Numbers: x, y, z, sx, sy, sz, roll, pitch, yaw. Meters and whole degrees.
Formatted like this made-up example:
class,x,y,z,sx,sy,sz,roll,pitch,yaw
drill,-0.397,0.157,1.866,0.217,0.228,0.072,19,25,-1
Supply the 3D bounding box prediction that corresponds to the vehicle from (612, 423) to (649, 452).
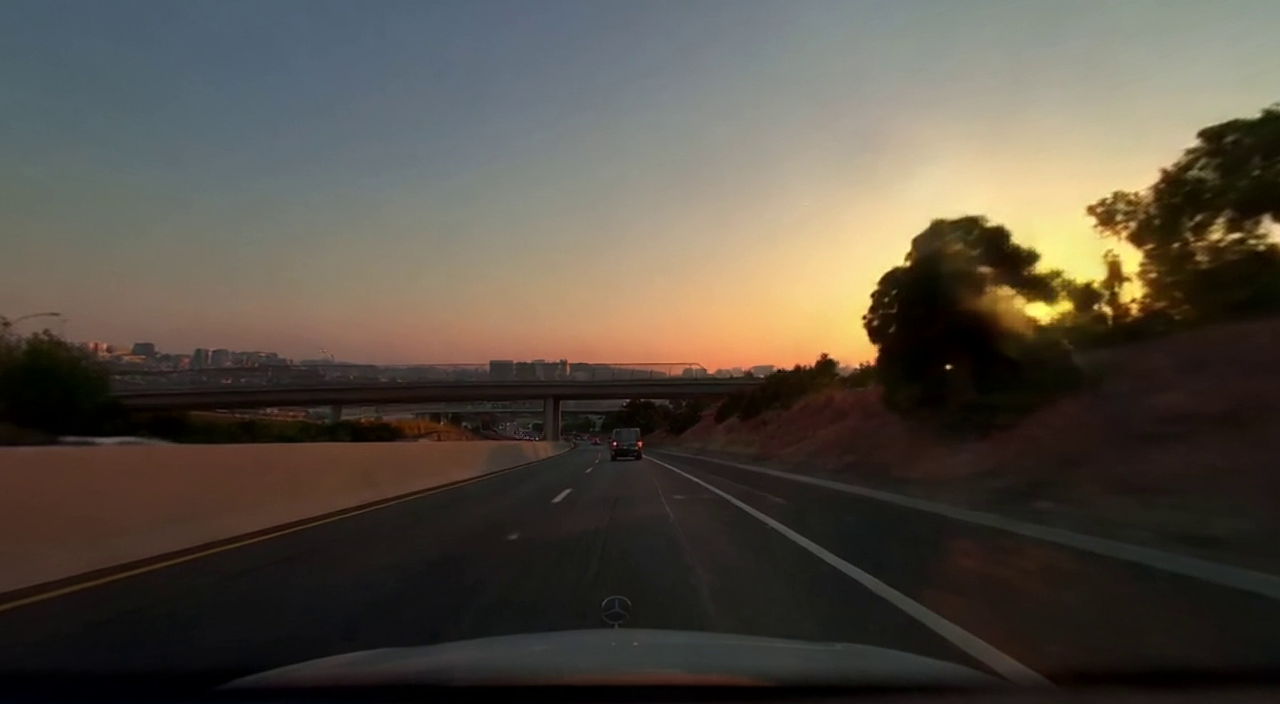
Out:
class,x,y,z,sx,sy,sz,roll,pitch,yaw
vehicle,-0.668,5.407,39.667,2.157,1.647,4.524,0,-8,-3
